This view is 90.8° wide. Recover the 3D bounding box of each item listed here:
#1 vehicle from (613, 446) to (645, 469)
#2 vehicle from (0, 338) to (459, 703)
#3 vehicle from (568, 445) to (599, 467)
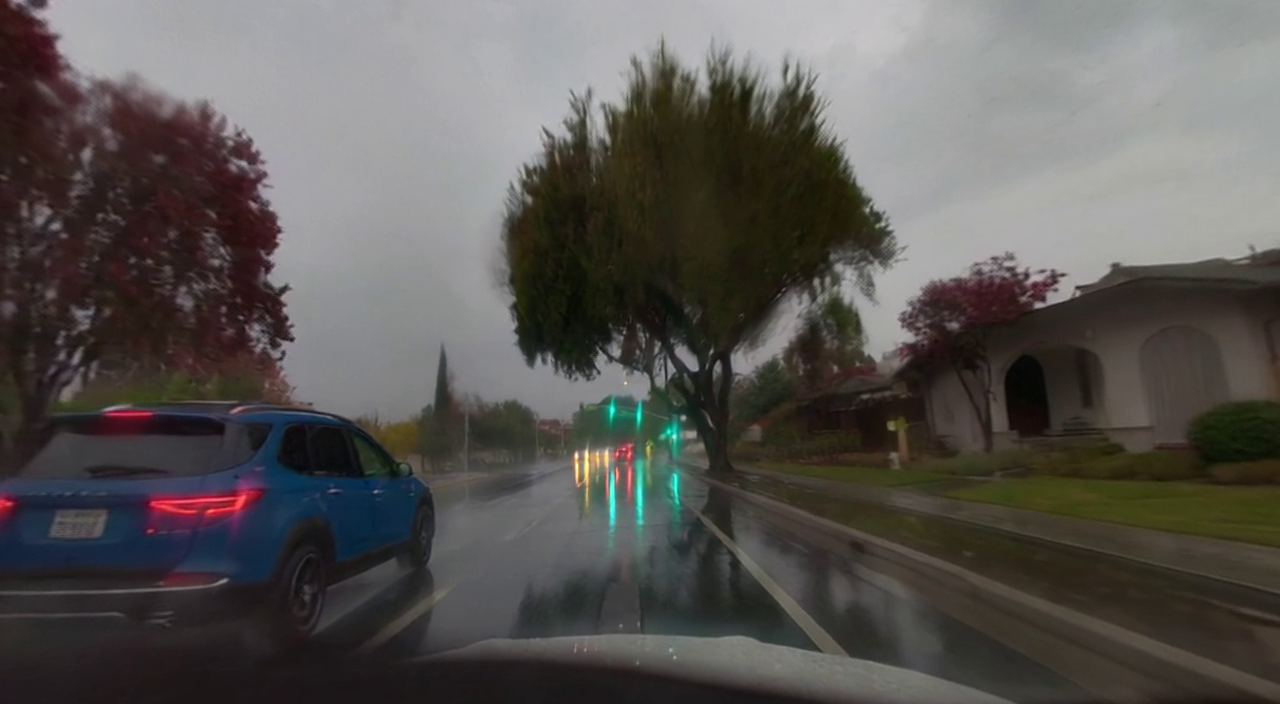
[{"bbox_3d":[-0.751,7.071,42.607,2.016,1.470,3.784,0,-8,-1],"label":"vehicle"},{"bbox_3d":[-3.615,1.300,5.788,2.276,1.960,5.561,0,-8,0],"label":"vehicle"},{"bbox_3d":[-4.390,8.165,49.810,2.002,1.688,4.084,0,-8,1],"label":"vehicle"}]
